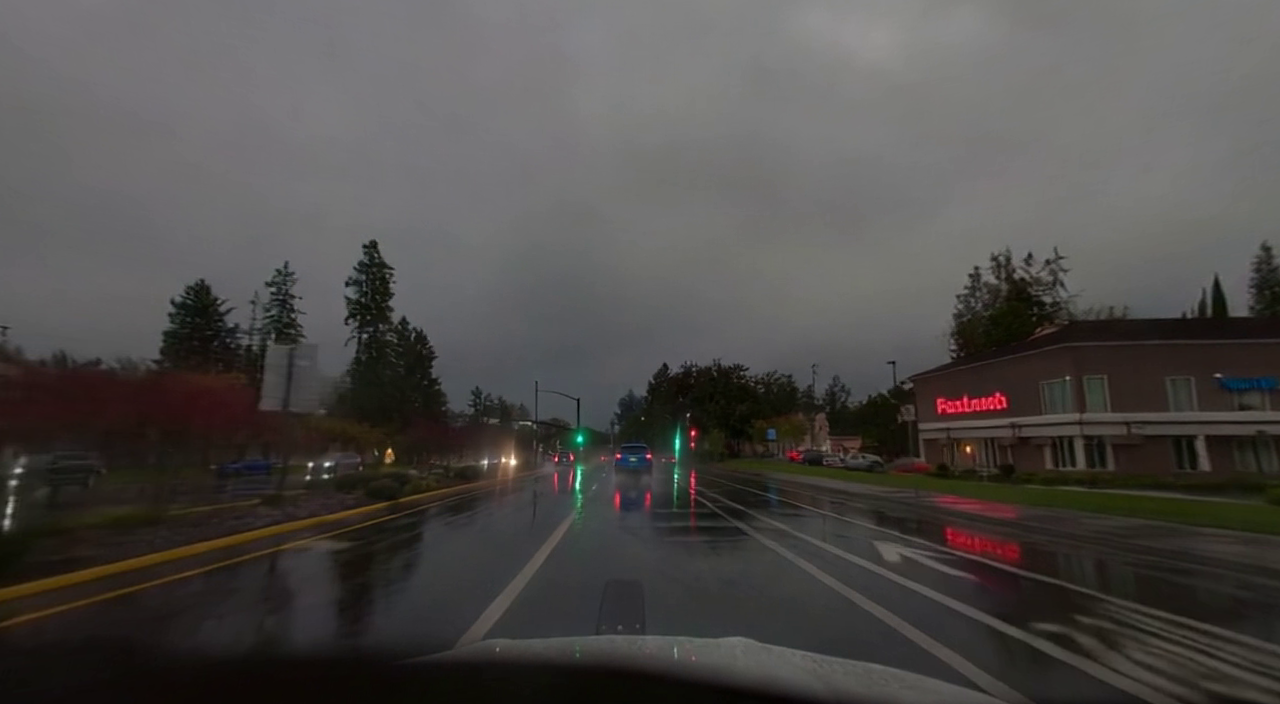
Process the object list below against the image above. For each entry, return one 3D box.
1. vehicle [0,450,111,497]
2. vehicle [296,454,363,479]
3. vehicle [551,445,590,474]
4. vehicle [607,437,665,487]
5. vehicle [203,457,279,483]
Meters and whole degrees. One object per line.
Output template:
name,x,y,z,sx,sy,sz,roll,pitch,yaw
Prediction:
vehicle,-26.118,5.181,27.446,2.111,1.839,4.932,0,-9,-2
vehicle,-20.774,7.666,42.571,2.004,1.546,5.015,0,-9,-1
vehicle,-4.630,7.209,42.656,2.202,1.856,4.516,0,-9,-1
vehicle,-0.228,4.656,27.097,2.273,1.909,5.075,0,-9,-2
vehicle,-26.727,7.898,42.543,1.955,1.540,5.041,0,-9,-1
